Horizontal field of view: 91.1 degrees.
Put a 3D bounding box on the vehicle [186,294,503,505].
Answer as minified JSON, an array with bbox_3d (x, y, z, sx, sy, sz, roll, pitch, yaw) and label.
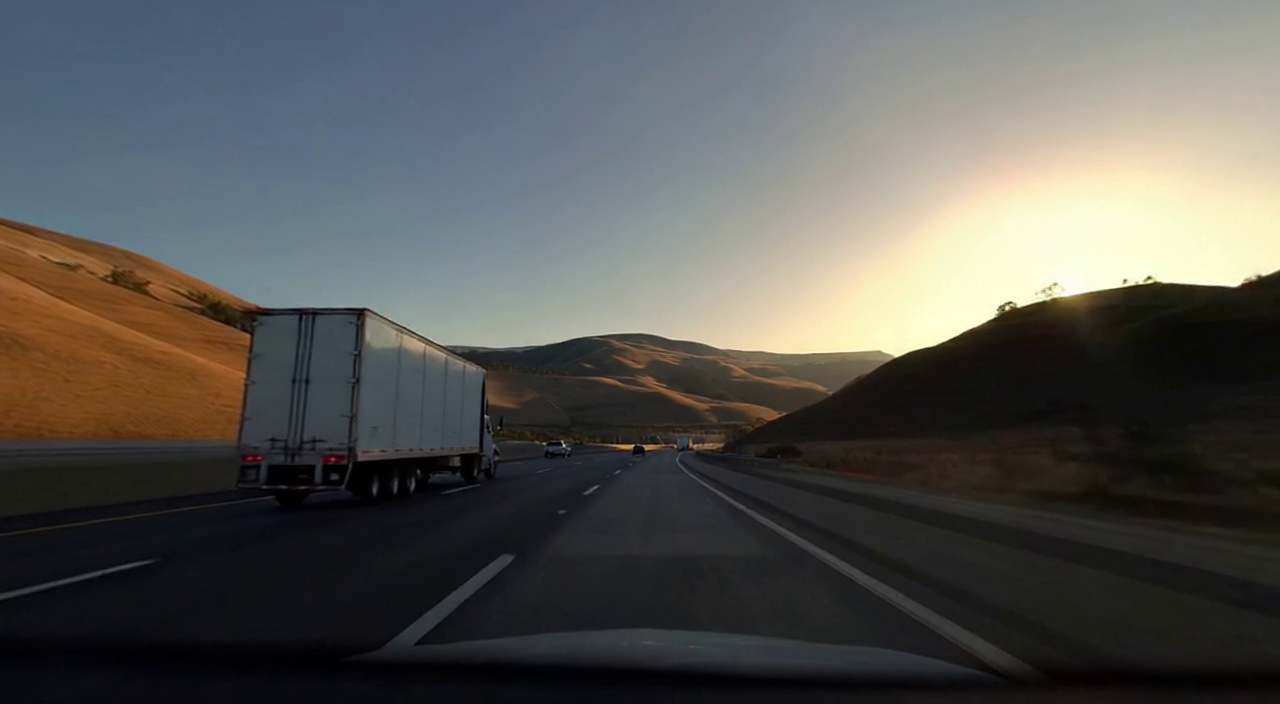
[{"bbox_3d":[-6.522,1.624,16.933,2.981,3.860,11.022,0,-8,1],"label":"vehicle"}]
